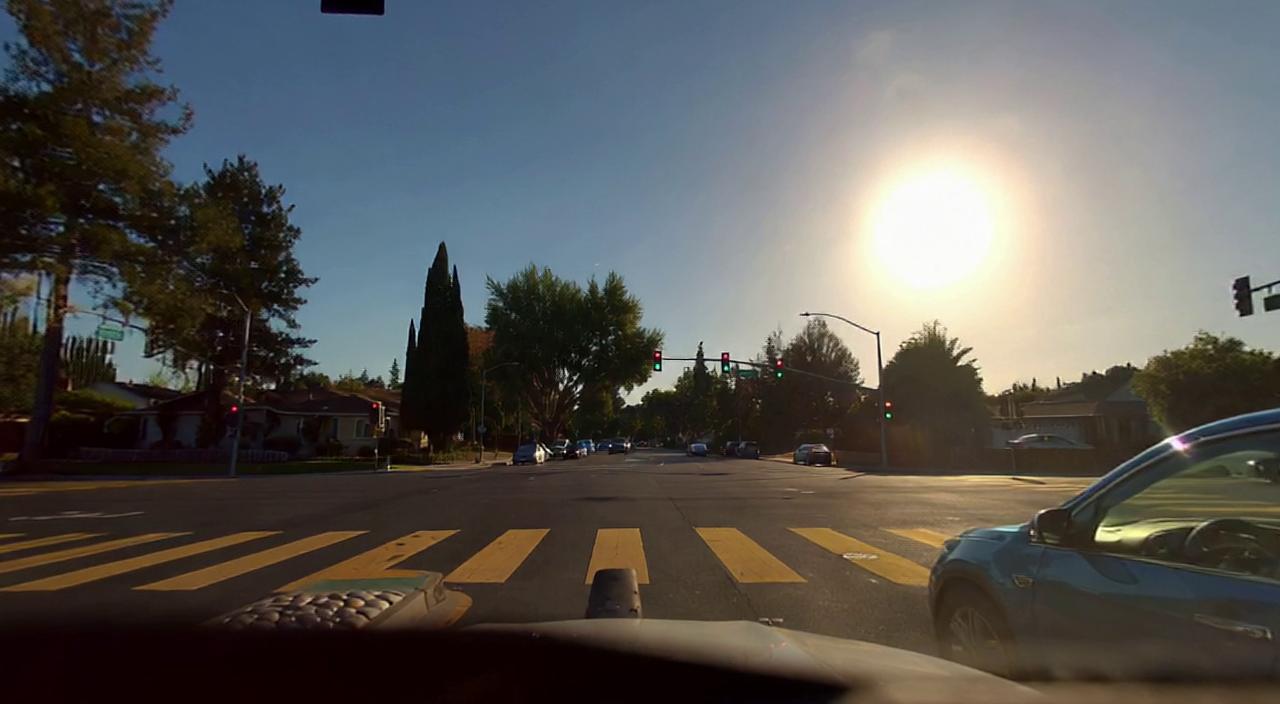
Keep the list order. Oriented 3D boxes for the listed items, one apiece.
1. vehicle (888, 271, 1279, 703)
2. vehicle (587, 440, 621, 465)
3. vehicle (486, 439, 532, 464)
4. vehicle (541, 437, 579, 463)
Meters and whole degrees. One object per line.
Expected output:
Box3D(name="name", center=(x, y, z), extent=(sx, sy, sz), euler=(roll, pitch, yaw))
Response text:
Box3D(name="vehicle", center=(2.717, 0.712, 1.741), extent=(2.085, 1.800, 4.908), euler=(0, -9, 0))
Box3D(name="vehicle", center=(-2.314, 6.535, 41.164), extent=(2.046, 1.491, 4.118), euler=(0, -9, -1))
Box3D(name="vehicle", center=(-8.955, 6.861, 43.629), extent=(2.028, 1.654, 5.027), euler=(0, -9, 1))
Box3D(name="vehicle", center=(-5.546, 6.896, 44.378), extent=(2.091, 1.707, 4.157), euler=(0, -9, 1))
